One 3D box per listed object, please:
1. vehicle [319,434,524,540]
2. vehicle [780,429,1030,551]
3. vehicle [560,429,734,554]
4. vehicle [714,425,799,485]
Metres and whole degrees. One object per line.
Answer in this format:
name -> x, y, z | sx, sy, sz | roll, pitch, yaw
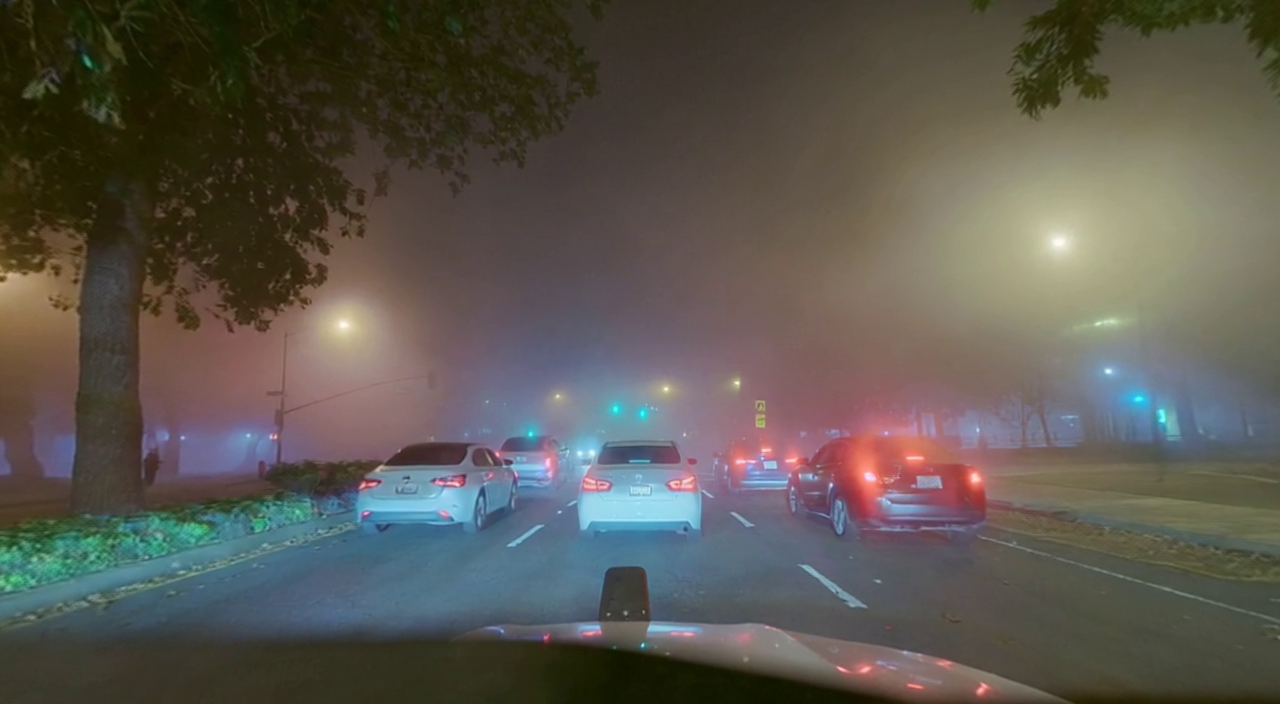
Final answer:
vehicle -> -3.441, 2.194, 10.920 | 2.002, 1.465, 4.098 | 0, -8, 1
vehicle -> 3.786, 2.037, 10.069 | 1.990, 1.486, 4.431 | 0, -8, -1
vehicle -> 0.049, 1.985, 9.674 | 2.101, 1.480, 3.929 | 0, -8, -1
vehicle -> 4.179, 3.830, 23.637 | 2.142, 1.957, 5.443 | 0, -8, 0
